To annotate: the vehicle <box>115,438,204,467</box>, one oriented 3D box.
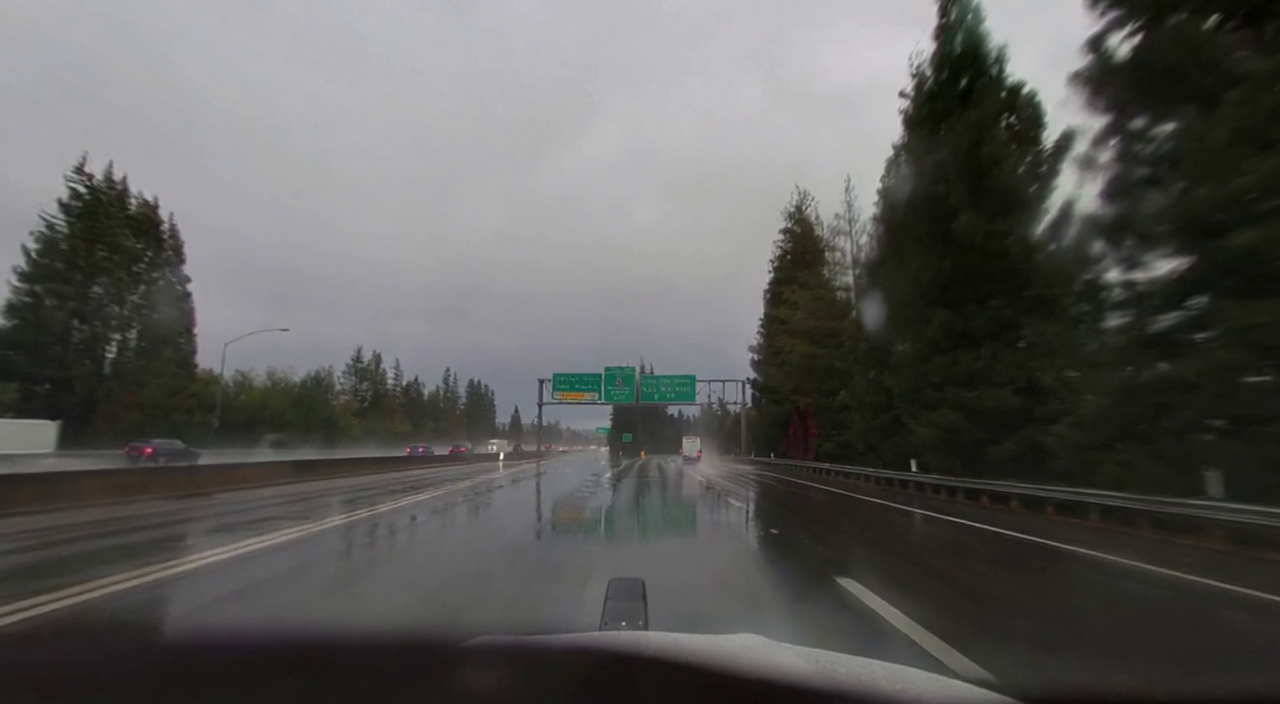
[{"bbox_3d":[-31.847,6.656,42.043,2.168,1.824,4.932,0,-8,-2],"label":"vehicle"}]
